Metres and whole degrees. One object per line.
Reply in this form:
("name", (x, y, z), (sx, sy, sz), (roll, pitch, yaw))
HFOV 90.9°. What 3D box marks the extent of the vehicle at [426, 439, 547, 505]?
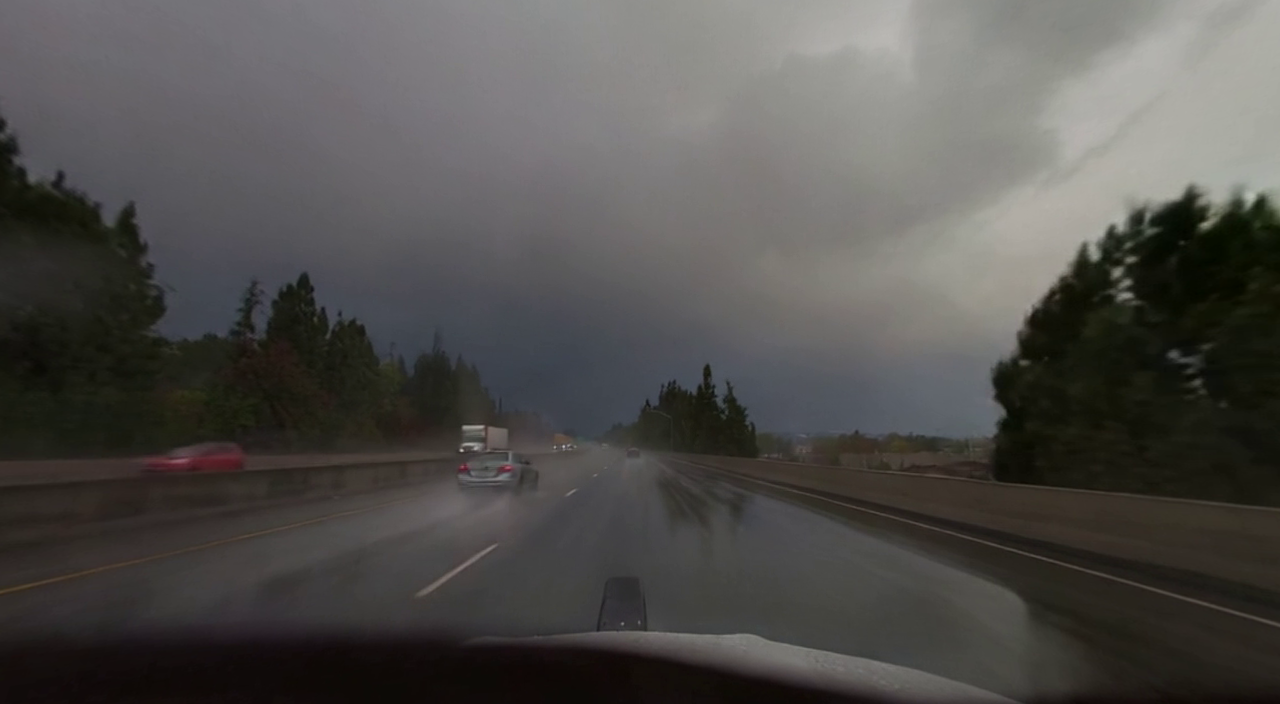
("vehicle", (-4.004, 3.243, 17.396), (2.083, 1.560, 4.713), (0, -9, 1))
